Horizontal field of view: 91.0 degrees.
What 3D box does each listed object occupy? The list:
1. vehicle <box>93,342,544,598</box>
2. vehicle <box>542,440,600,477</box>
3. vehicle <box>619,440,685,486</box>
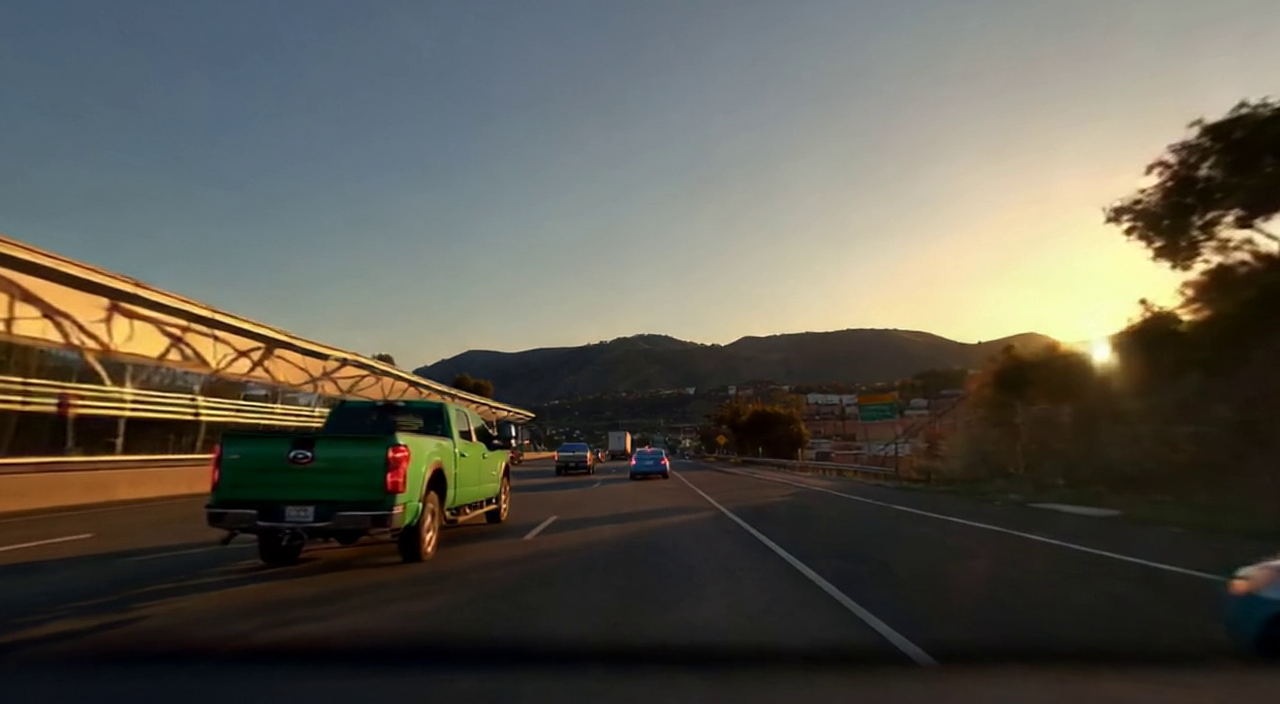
[{"bbox_3d":[-3.327,1.517,8.980,2.733,2.230,6.820,0,-8,1],"label":"vehicle"},{"bbox_3d":[-3.191,5.039,30.042,2.151,1.613,4.786,0,-8,1],"label":"vehicle"},{"bbox_3d":[0.394,3.989,22.920,2.171,1.493,4.081,0,-8,0],"label":"vehicle"}]
